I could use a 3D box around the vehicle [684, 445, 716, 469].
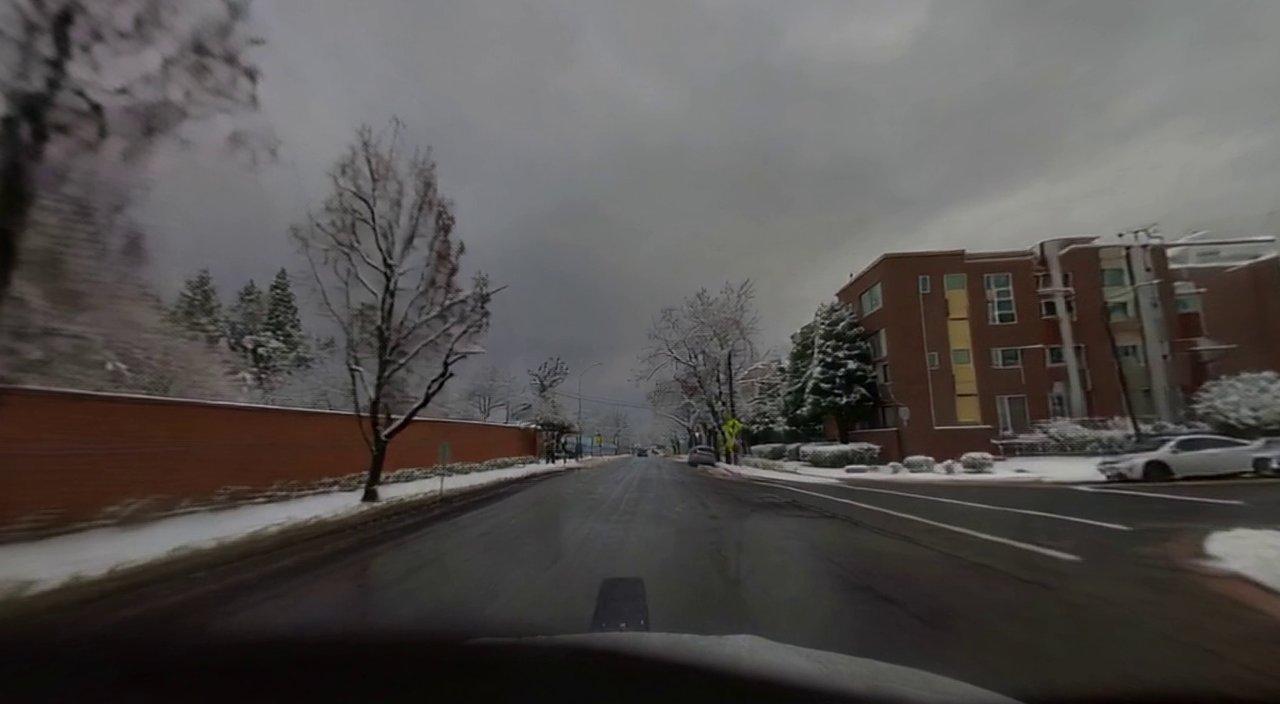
[{"bbox_3d":[4.452,7.875,47.677,2.048,1.596,5.543,1,-8,2],"label":"vehicle"}]

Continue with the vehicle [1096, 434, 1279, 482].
[{"bbox_3d":[19.044,3.715,21.967,4.697,1.502,2.124,1,-11,-4],"label":"vehicle"}]
